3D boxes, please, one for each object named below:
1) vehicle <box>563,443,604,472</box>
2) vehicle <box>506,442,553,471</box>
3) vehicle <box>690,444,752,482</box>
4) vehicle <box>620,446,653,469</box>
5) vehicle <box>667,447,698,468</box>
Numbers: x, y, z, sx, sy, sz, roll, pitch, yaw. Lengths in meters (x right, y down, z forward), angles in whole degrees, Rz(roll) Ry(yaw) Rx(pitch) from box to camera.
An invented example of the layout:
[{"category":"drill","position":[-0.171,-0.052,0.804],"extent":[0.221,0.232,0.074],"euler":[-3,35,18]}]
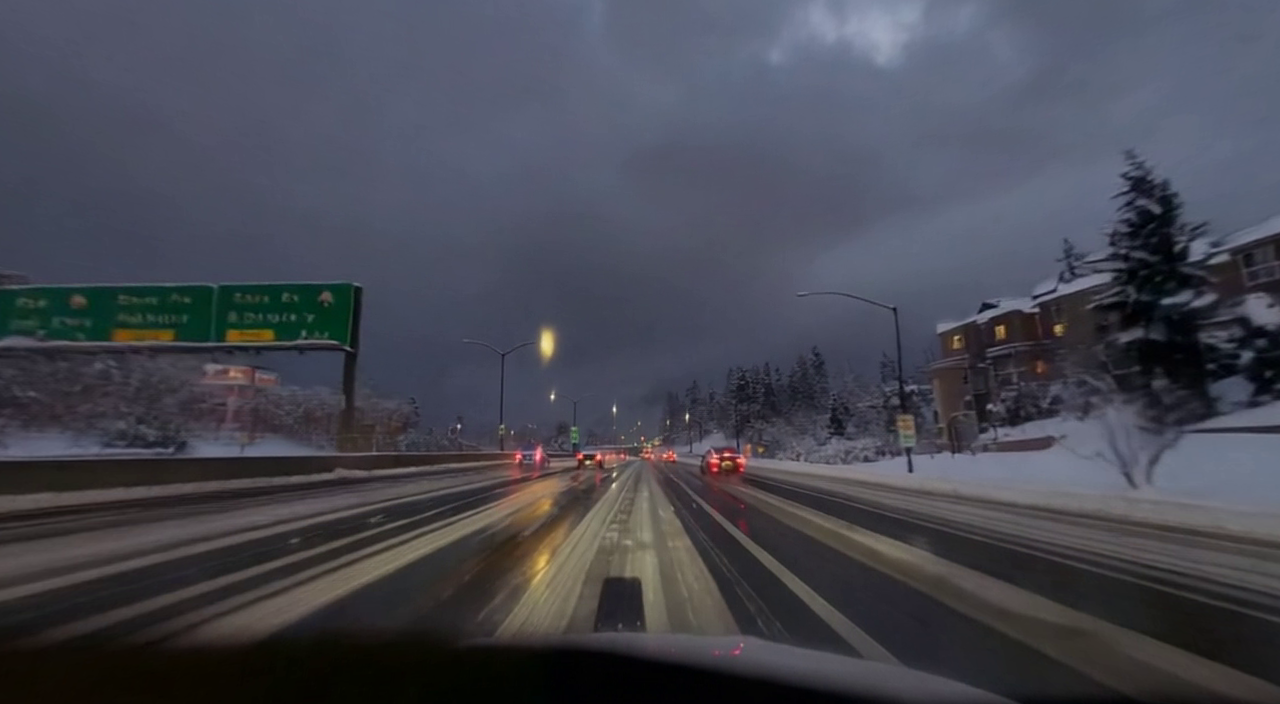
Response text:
[{"category":"vehicle","position":[-3.373,6.438,38.630],"extent":[2.091,1.664,4.157],"euler":[0,-9,0]},{"category":"vehicle","position":[-6.897,6.569,39.741],"extent":[2.112,1.721,4.381],"euler":[0,-9,1]},{"category":"vehicle","position":[3.469,4.855,27.819],"extent":[2.077,1.527,4.553],"euler":[0,-9,0]},{"category":"vehicle","position":[-0.225,7.271,43.620],"extent":[2.166,1.496,4.158],"euler":[0,-9,0]},{"category":"vehicle","position":[3.190,8.012,48.069],"extent":[2.036,1.517,4.256],"euler":[0,-9,0]}]
